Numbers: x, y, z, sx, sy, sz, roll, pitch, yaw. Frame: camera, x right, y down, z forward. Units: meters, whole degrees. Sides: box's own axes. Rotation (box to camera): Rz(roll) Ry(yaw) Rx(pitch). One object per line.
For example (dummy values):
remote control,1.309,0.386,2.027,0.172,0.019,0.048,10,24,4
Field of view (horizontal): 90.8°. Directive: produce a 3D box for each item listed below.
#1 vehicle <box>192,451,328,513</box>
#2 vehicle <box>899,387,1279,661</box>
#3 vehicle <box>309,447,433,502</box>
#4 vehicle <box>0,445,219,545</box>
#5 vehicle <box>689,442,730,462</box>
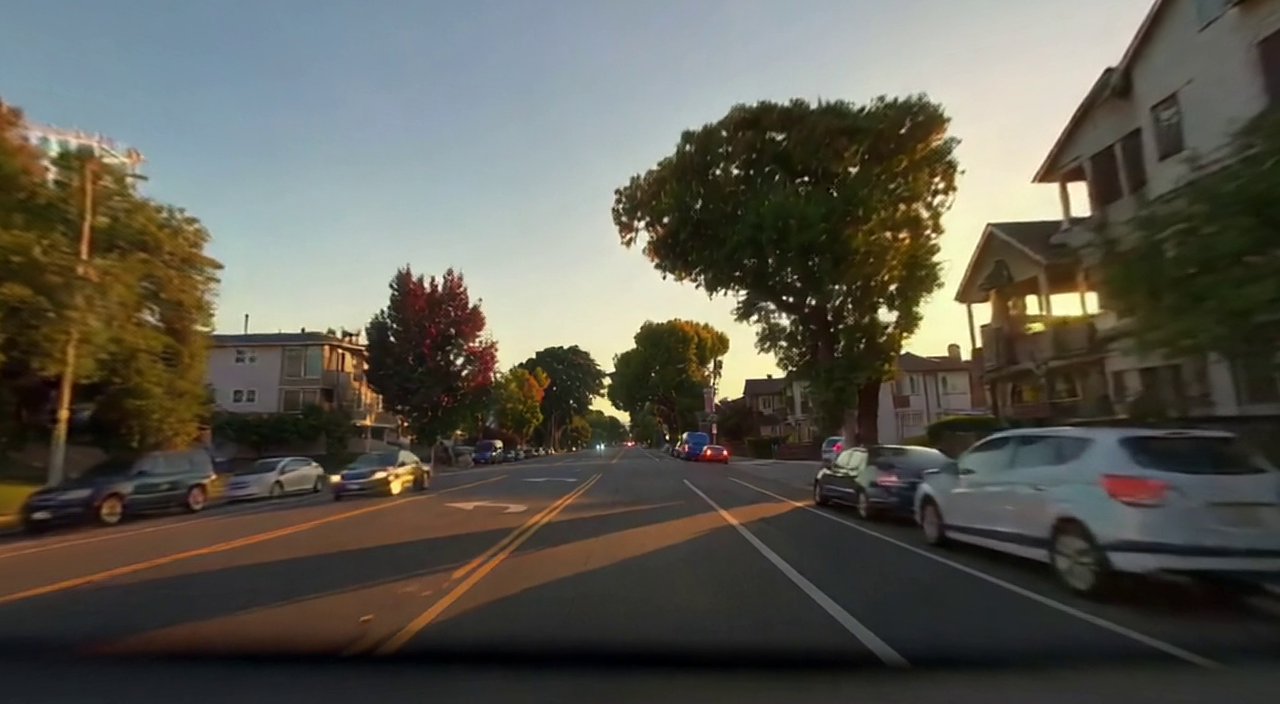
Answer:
vehicle,-12.458,4.239,21.160,1.920,1.629,4.599,-2,-8,-3
vehicle,4.807,1.471,6.600,2.139,1.780,4.817,0,-8,0
vehicle,-8.024,3.650,19.343,1.952,1.477,4.128,0,-8,0
vehicle,-12.490,3.197,14.867,2.036,1.819,4.626,-3,-7,-1
vehicle,5.254,7.602,48.294,1.848,1.468,4.332,2,-9,-13
